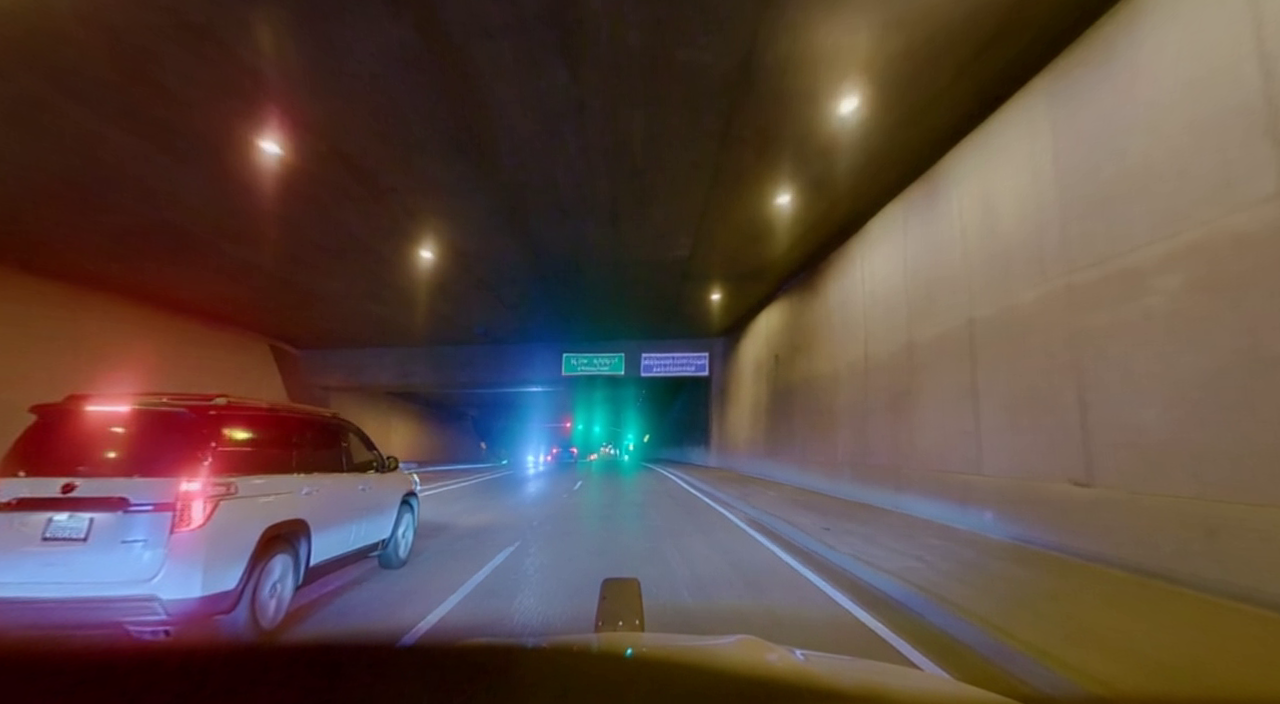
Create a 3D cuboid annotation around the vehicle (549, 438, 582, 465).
[{"bbox_3d":[-5.213,6.988,44.517,1.961,1.725,4.315,0,-8,-2],"label":"vehicle"}]
